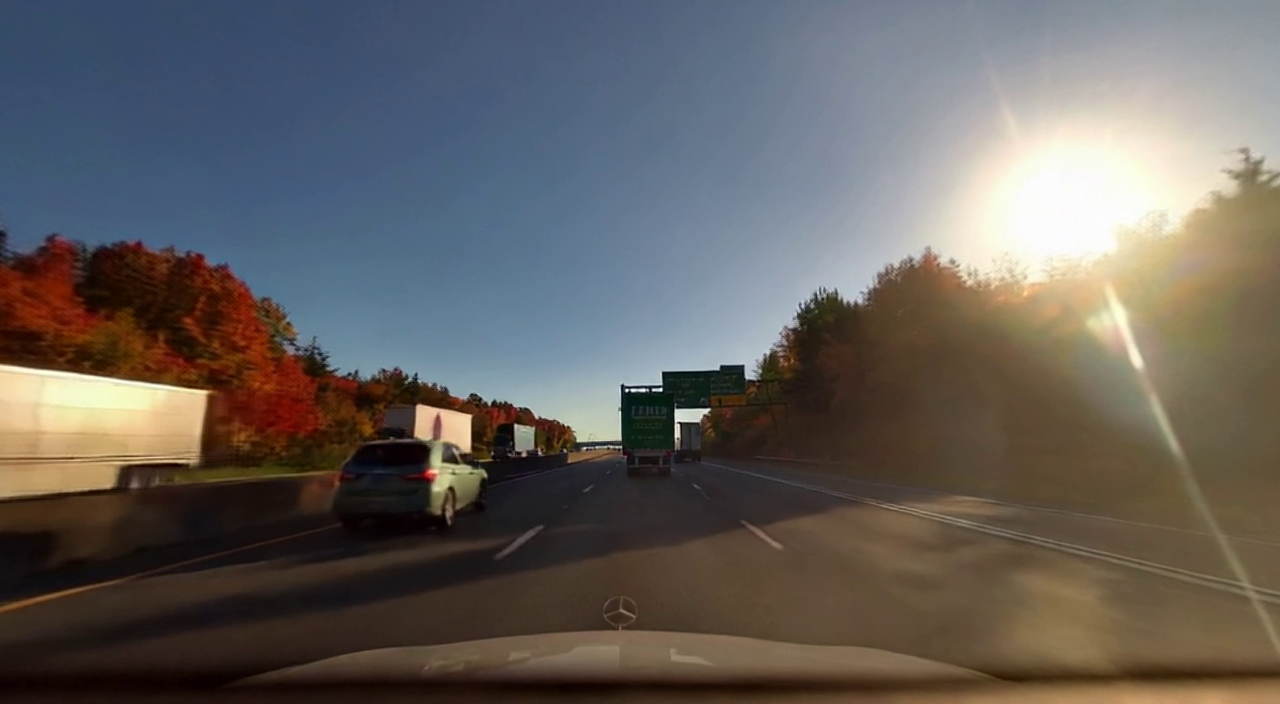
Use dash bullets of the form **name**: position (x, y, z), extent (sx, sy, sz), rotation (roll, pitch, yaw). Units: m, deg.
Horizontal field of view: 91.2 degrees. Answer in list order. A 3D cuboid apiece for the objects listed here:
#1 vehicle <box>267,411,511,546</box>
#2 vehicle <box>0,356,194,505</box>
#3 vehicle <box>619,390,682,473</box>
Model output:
- **vehicle**: position (-3.704, 1.969, 10.404), extent (2.097, 1.711, 4.594), rotation (0, -9, 0)
- **vehicle**: position (-20.188, 2.401, 18.977), extent (3.098, 4.280, 13.902), rotation (0, -9, 0)
- **vehicle**: position (0.496, 4.701, 36.222), extent (3.057, 4.073, 10.792), rotation (0, -9, 0)
